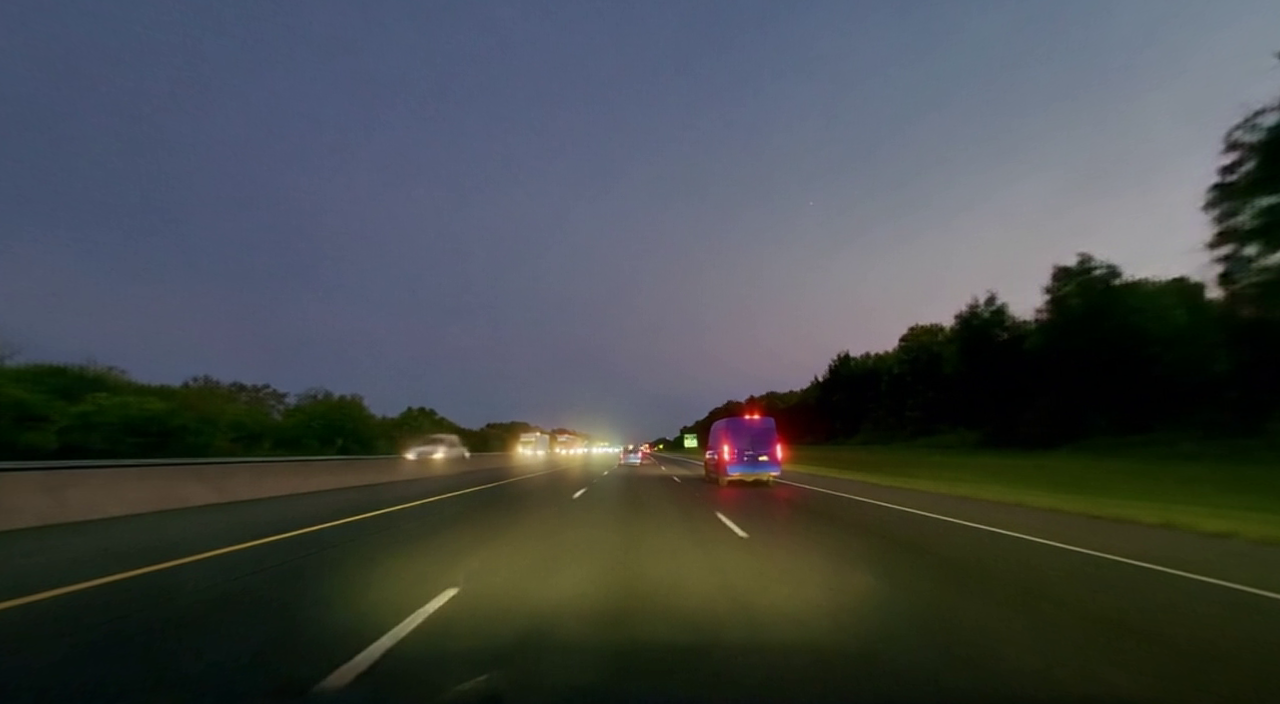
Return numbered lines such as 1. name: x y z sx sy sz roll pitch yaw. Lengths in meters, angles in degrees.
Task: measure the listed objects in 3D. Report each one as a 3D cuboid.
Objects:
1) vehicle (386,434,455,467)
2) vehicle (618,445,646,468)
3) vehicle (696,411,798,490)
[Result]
1. vehicle: -12.096 5.477 35.176 2.051 1.706 4.868 0 -9 0
2. vehicle: -0.589 8.237 49.779 2.069 1.666 4.338 0 -9 0
3. vehicle: 3.753 3.703 23.787 2.552 2.524 6.630 0 -9 -1
